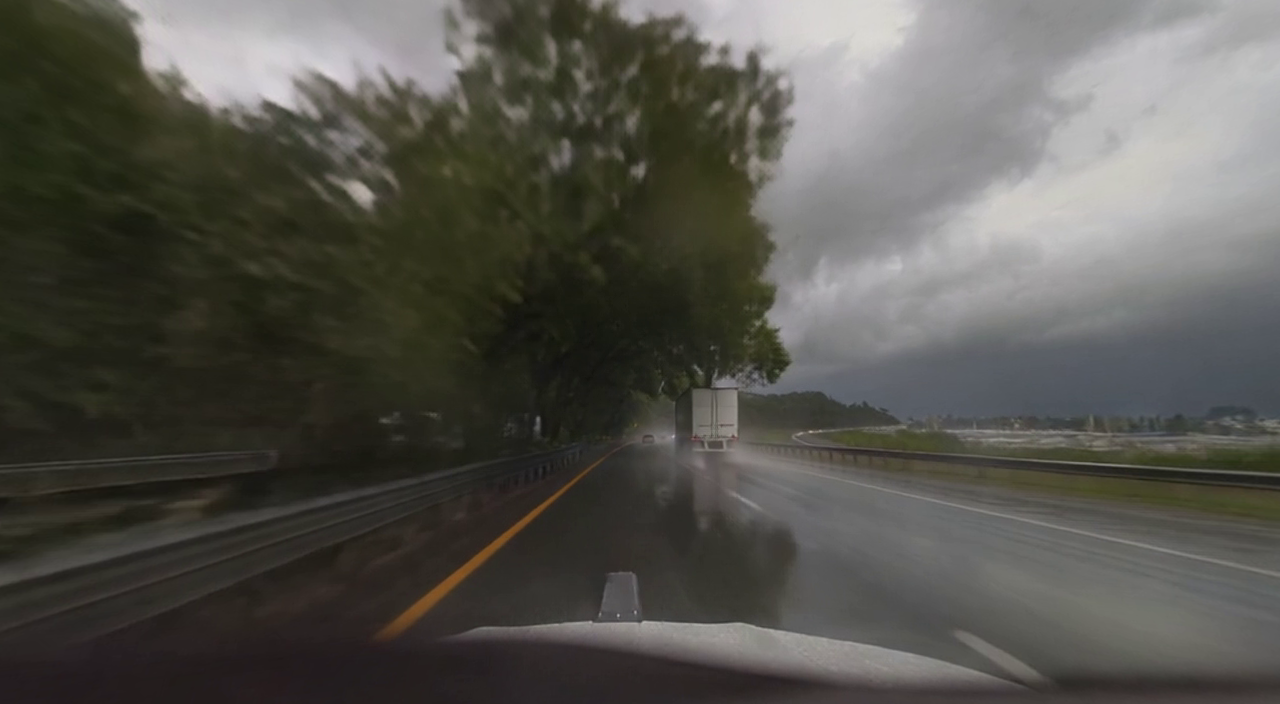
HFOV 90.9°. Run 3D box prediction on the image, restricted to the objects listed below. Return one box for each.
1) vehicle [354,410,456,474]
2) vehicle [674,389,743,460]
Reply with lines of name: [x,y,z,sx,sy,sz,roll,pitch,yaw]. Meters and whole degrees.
vehicle: [-11.019,4.274,30.218,2.430,2.718,5.799,0,-8,2]
vehicle: [4.251,4.992,42.651,2.951,4.007,13.976,0,-8,-1]
